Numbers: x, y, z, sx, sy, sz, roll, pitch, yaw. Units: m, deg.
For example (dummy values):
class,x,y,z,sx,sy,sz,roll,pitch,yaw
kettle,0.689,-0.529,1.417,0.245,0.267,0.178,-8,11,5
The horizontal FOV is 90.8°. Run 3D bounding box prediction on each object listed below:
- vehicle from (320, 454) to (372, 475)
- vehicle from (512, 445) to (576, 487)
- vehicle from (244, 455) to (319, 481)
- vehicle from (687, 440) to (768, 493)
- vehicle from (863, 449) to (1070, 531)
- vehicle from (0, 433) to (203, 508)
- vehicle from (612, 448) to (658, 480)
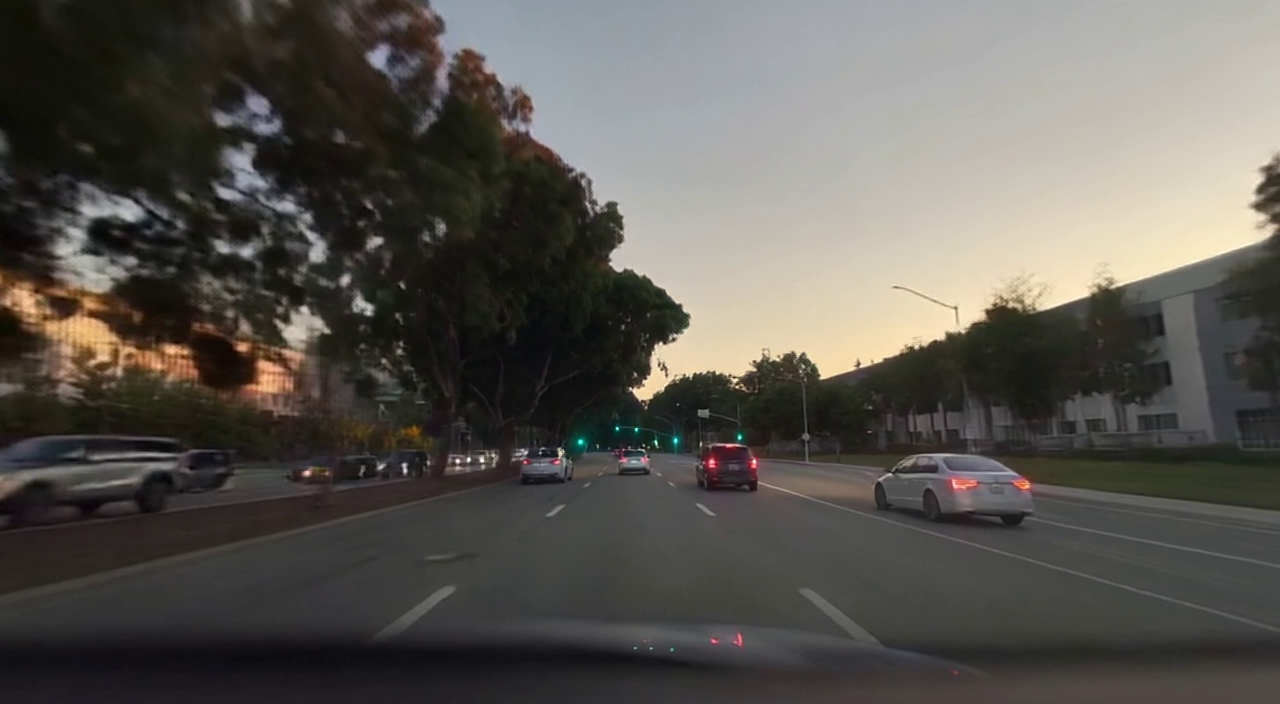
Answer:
class,x,y,z,sx,sy,sz,roll,pitch,yaw
vehicle,-22.834,8.713,49.207,1.919,1.462,4.580,0,-9,-1
vehicle,-4.103,4.930,27.724,2.172,1.671,4.175,0,-9,0
vehicle,-22.648,7.341,40.137,2.019,1.467,4.808,0,-9,-1
vehicle,3.020,4.051,22.759,2.161,1.716,4.194,0,-9,-2
vehicle,6.532,2.767,13.327,1.945,1.408,4.288,0,-9,-2
vehicle,-15.374,3.242,17.827,2.089,1.744,5.500,0,-9,0
vehicle,-0.319,5.651,32.113,2.155,1.486,4.403,0,-9,-2
